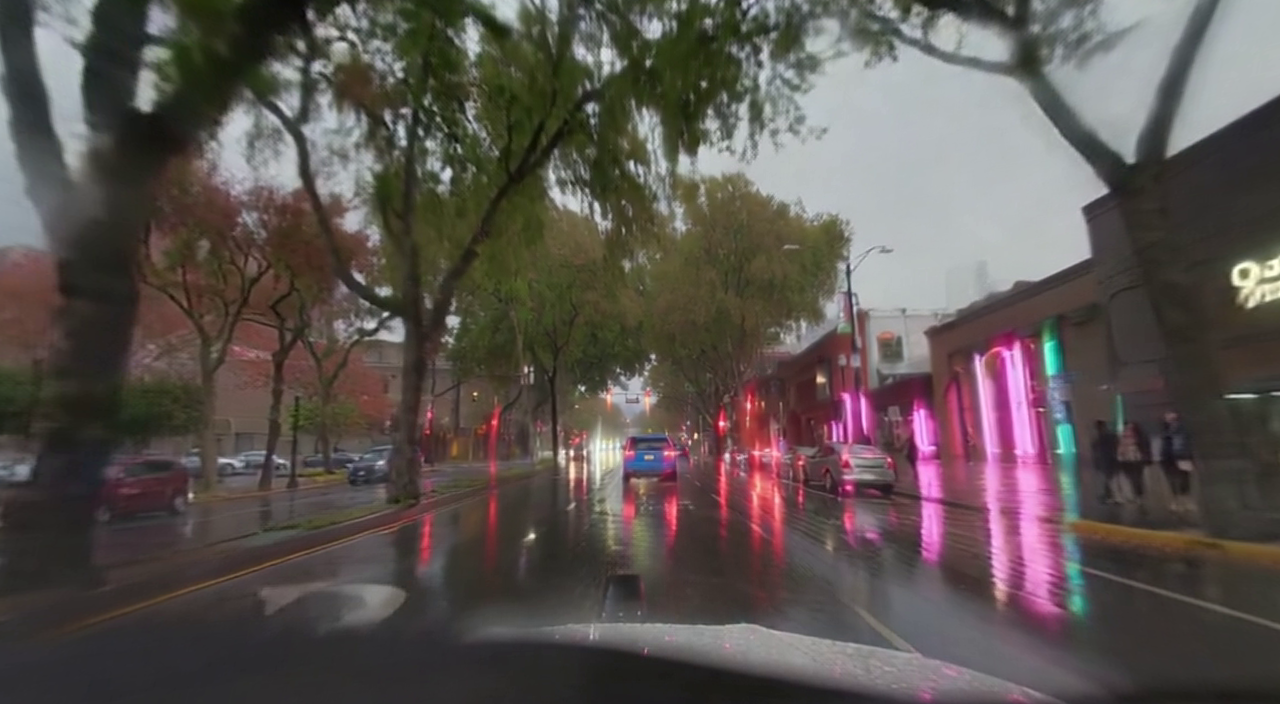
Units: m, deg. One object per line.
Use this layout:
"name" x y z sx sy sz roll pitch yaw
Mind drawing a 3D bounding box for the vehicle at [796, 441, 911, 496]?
"vehicle" 6.448 3.564 19.724 2.048 1.484 4.709 0 -8 1

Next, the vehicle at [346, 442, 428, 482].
"vehicle" -13.496 5.870 34.109 2.197 1.985 5.183 0 -8 1

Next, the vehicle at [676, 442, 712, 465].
"vehicle" 3.714 7.064 44.203 2.209 1.478 4.138 0 -8 0

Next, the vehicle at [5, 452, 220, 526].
"vehicle" -13.775 3.546 16.949 1.934 1.639 4.387 0 -8 0

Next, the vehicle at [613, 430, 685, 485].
"vehicle" 0.287 3.822 23.202 2.382 1.796 4.610 0 -8 0

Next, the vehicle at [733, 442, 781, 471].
"vehicle" 6.696 6.024 36.603 1.986 1.515 4.265 0 -9 0
